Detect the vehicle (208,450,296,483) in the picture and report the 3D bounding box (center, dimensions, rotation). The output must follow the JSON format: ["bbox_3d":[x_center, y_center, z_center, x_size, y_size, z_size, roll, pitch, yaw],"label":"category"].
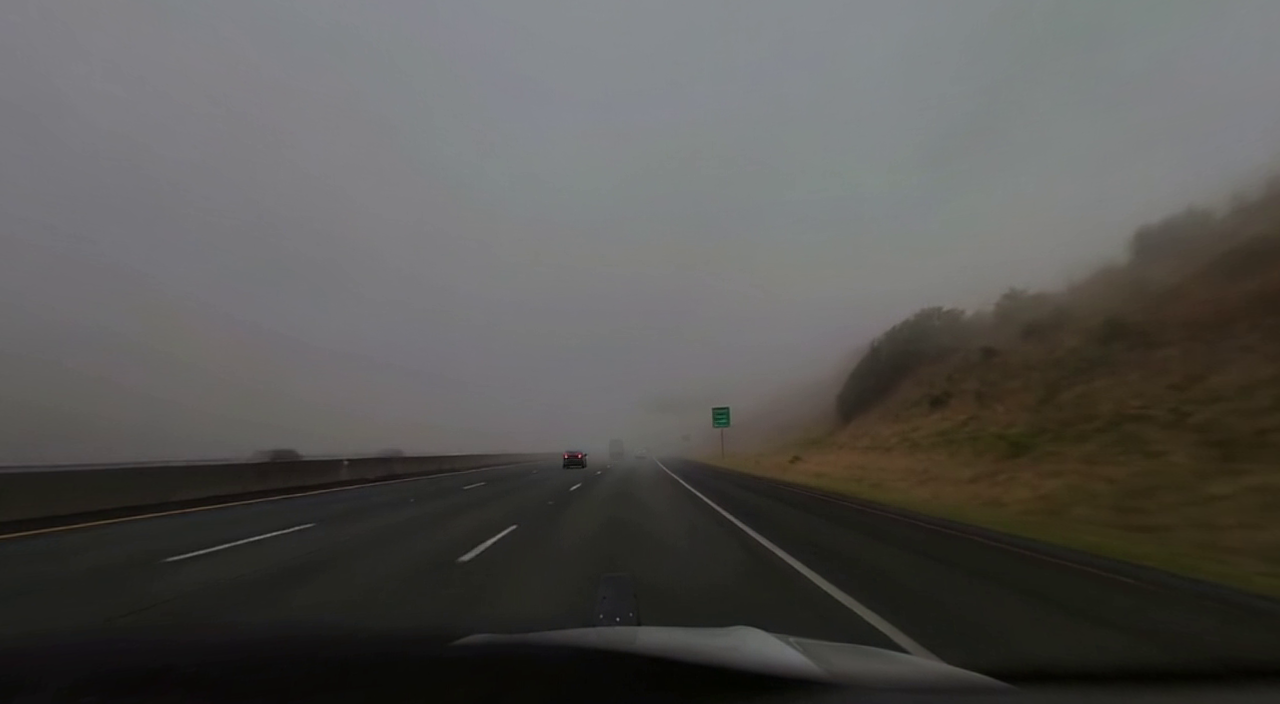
[{"bbox_3d":[-19.275,5.655,31.348,1.802,1.516,4.049,0,-9,0],"label":"vehicle"}]

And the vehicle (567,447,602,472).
[{"bbox_3d":[-3.486,6.827,40.075,1.895,1.482,3.852,0,-9,0],"label":"vehicle"}]
